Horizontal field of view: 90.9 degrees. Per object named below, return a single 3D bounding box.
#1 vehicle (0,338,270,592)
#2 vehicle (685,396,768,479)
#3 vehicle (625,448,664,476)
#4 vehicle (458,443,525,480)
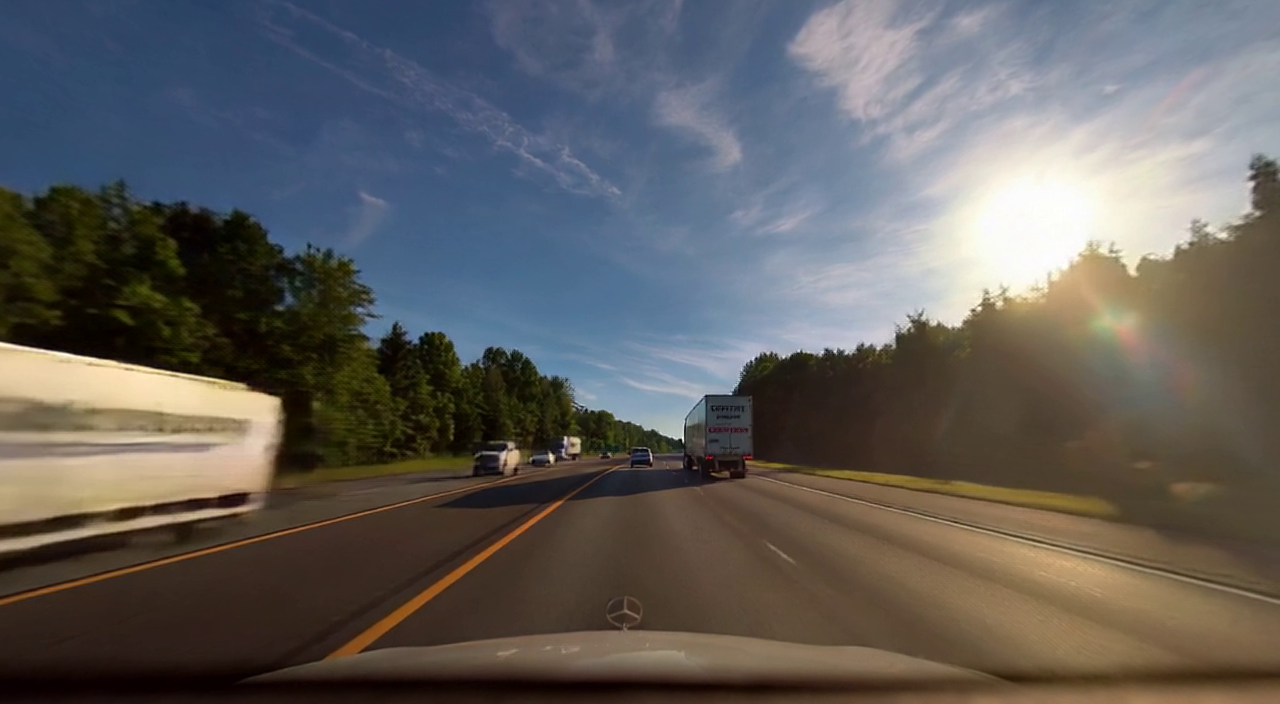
[{"bbox_3d":[-8.693,1.458,8.241,3.033,2.814,7.504,0,-9,1],"label":"vehicle"},{"bbox_3d":[4.731,5.304,38.021,2.909,4.074,14.457,0,-9,0],"label":"vehicle"},{"bbox_3d":[0.263,6.179,35.633,2.074,1.475,3.960,0,-9,1],"label":"vehicle"},{"bbox_3d":[-8.246,6.152,35.611,2.252,1.923,5.541,0,-9,2],"label":"vehicle"}]
